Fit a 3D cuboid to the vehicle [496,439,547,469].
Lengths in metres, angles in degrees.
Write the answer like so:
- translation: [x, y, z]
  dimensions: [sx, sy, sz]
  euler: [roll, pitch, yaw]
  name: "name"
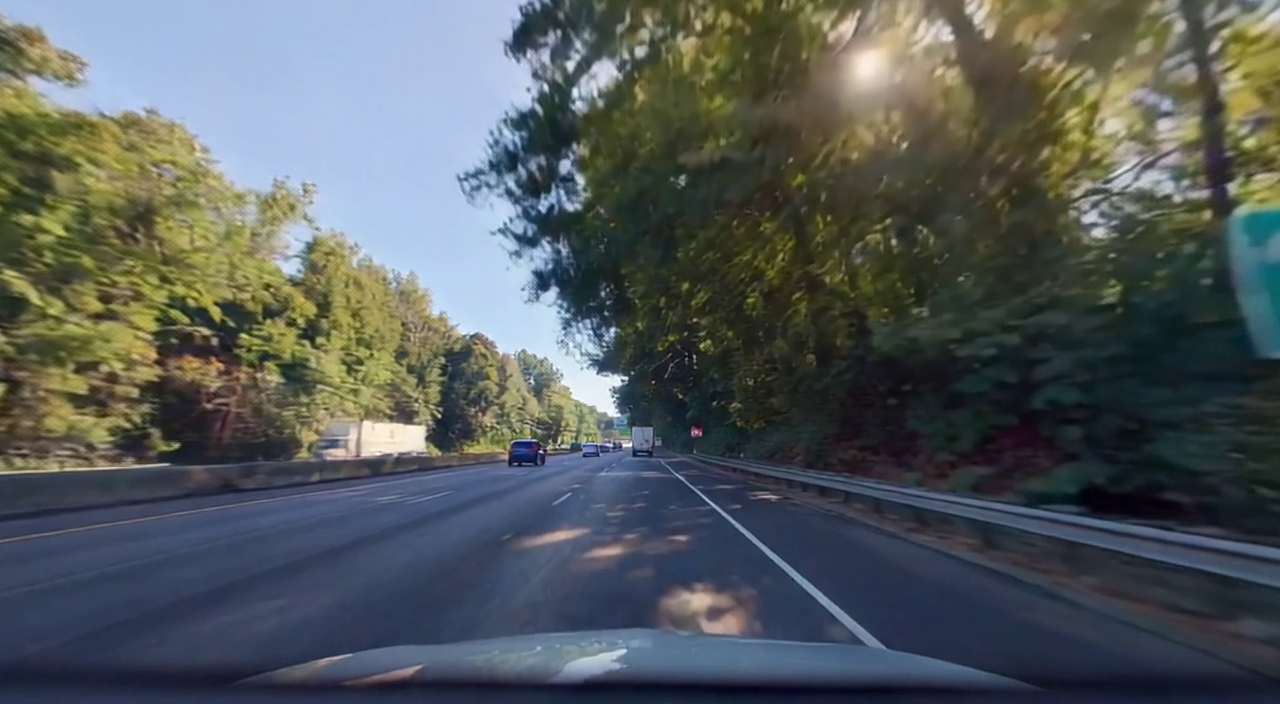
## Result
- translation: [-7.408, 6.437, 39.863]
  dimensions: [2.253, 1.815, 4.618]
  euler: [0, -9, 1]
  name: "vehicle"
